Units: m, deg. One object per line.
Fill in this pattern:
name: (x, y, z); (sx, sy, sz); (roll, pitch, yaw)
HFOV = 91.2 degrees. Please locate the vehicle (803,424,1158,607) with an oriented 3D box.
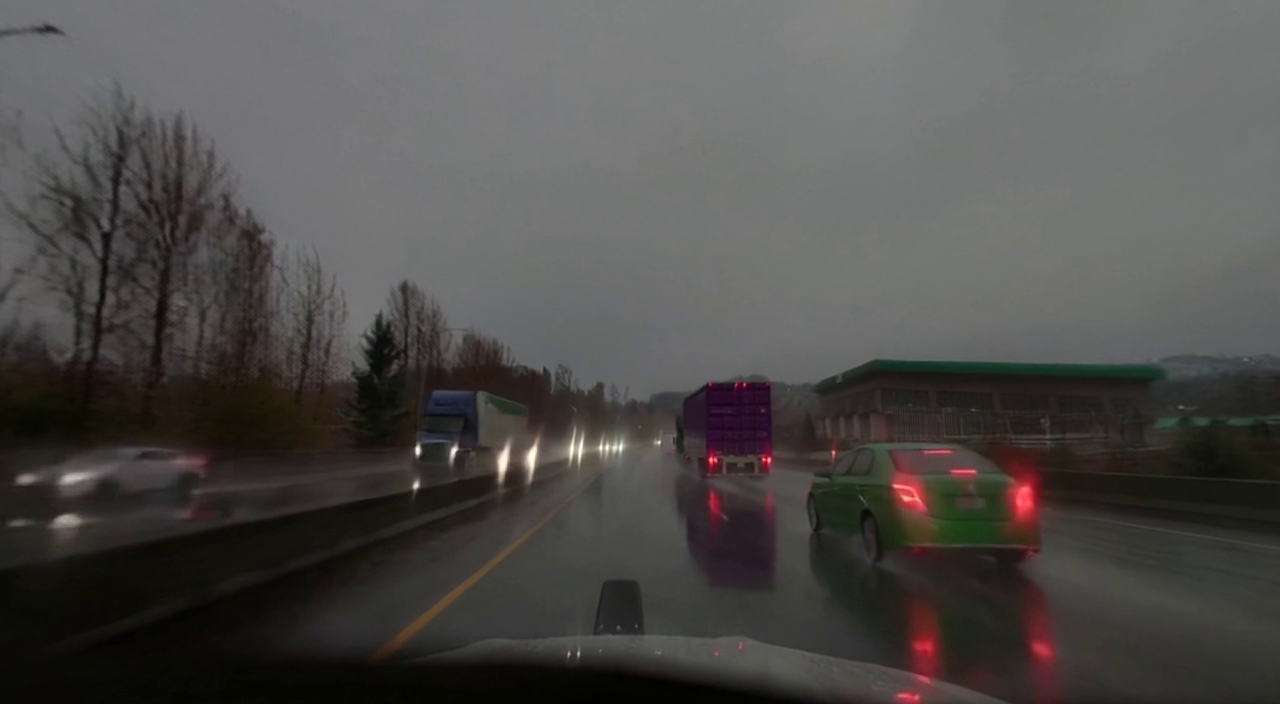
vehicle: (3.484, 1.718, 7.446); (1.971, 1.558, 3.834); (0, -9, -1)

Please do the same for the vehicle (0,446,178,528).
vehicle: (-12.391, 2.798, 13.542); (1.784, 1.484, 3.809); (-1, -9, 1)

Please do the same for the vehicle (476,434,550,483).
vehicle: (-5.154, 4.406, 26.173); (2.038, 1.801, 4.594); (-1, -9, 1)

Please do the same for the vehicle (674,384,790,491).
vehicle: (3.444, 3.928, 28.127); (2.916, 3.563, 14.462); (0, -9, 0)

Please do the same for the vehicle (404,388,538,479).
vehicle: (-8.885, 4.857, 36.134); (2.954, 4.061, 15.604); (-1, -9, 2)
